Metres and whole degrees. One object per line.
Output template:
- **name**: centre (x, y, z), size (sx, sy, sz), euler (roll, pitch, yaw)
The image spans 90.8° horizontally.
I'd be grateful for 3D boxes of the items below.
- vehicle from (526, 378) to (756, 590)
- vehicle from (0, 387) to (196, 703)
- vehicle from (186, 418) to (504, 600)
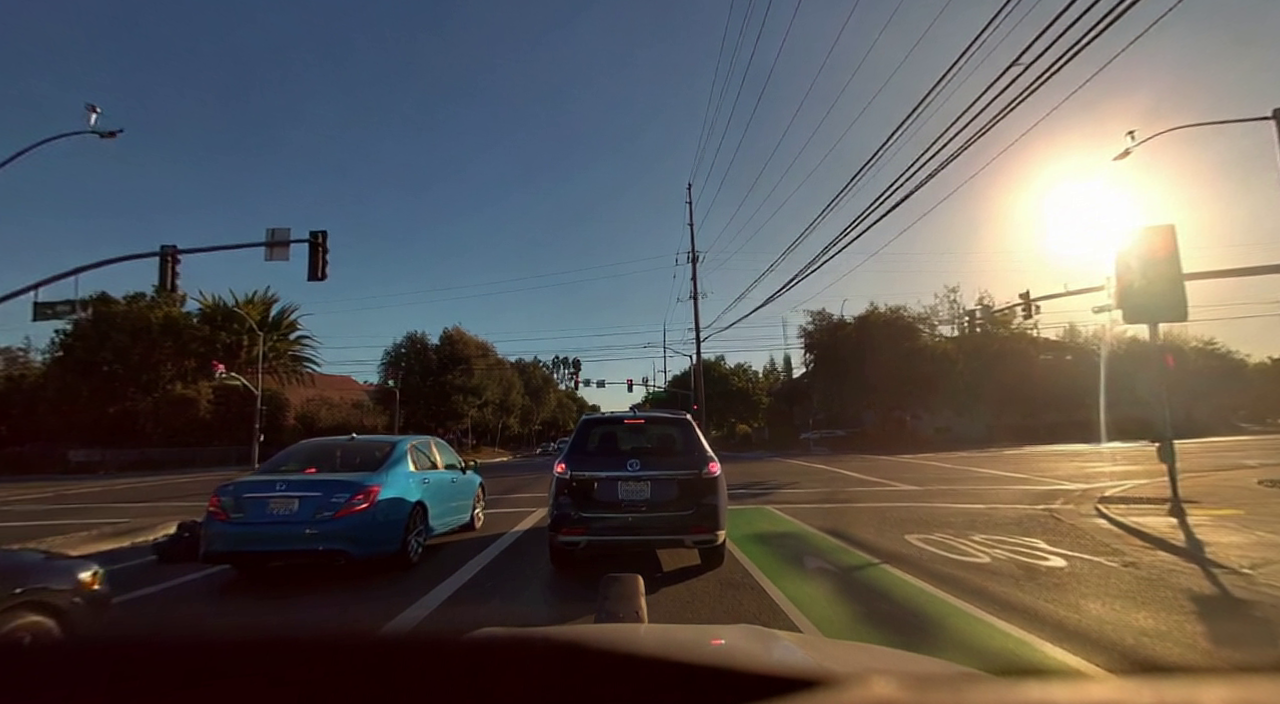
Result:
- **vehicle**: centre (-0.025, 1.589, 8.309), size (2.036, 1.885, 5.196), euler (0, -9, -1)
- **vehicle**: centre (-3.474, 0.662, 0.701), size (2.138, 1.488, 5.327), euler (0, -7, 0)
- **vehicle**: centre (-2.908, 1.630, 7.305), size (1.726, 1.506, 3.840), euler (0, -9, 1)
